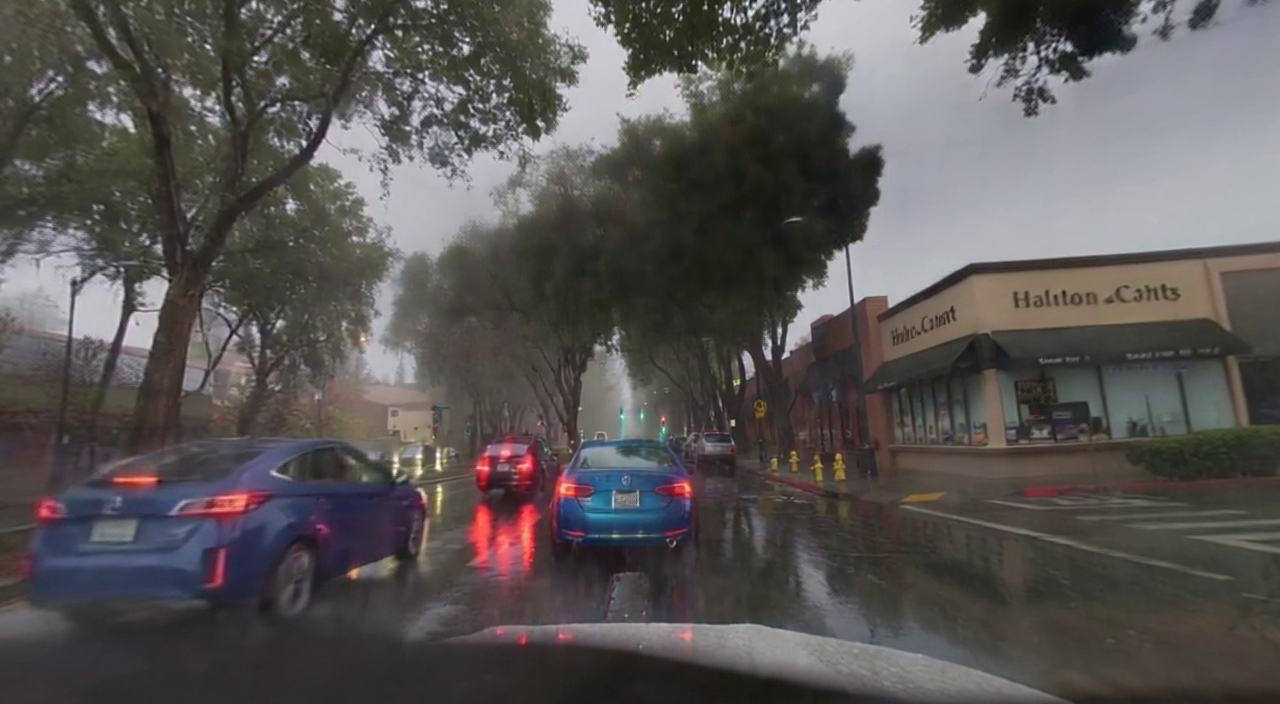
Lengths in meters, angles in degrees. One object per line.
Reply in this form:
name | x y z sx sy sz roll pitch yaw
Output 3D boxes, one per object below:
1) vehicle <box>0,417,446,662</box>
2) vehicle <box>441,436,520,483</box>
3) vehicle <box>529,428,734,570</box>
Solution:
vehicle | -3.450 1.446 5.912 1.905 1.473 4.016 0 -9 1
vehicle | -6.196 4.242 25.072 2.095 1.682 4.371 0 -9 -2
vehicle | -0.097 1.861 8.761 2.160 1.482 4.037 0 -9 0
